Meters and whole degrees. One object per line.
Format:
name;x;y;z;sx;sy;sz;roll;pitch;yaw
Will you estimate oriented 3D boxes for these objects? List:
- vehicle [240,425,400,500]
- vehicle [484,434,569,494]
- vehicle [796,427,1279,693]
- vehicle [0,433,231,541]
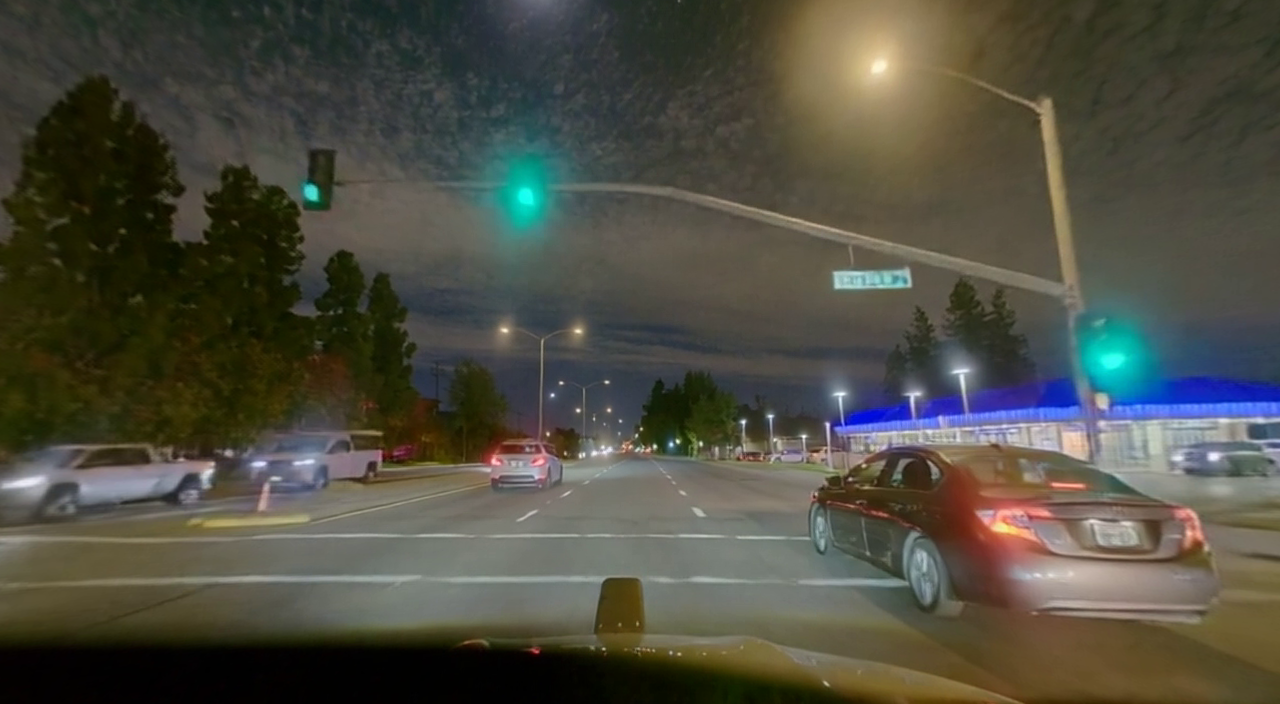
vehicle;-9.621;3.372;19.660;2.301;1.926;5.183;-2;-9;0
vehicle;-3.735;3.774;21.686;1.997;1.806;4.500;0;-9;1
vehicle;3.137;1.557;6.094;1.975;1.502;4.787;0;-9;-1
vehicle;-10.049;2.353;11.655;1.942;1.576;4.567;-1;-9;0
